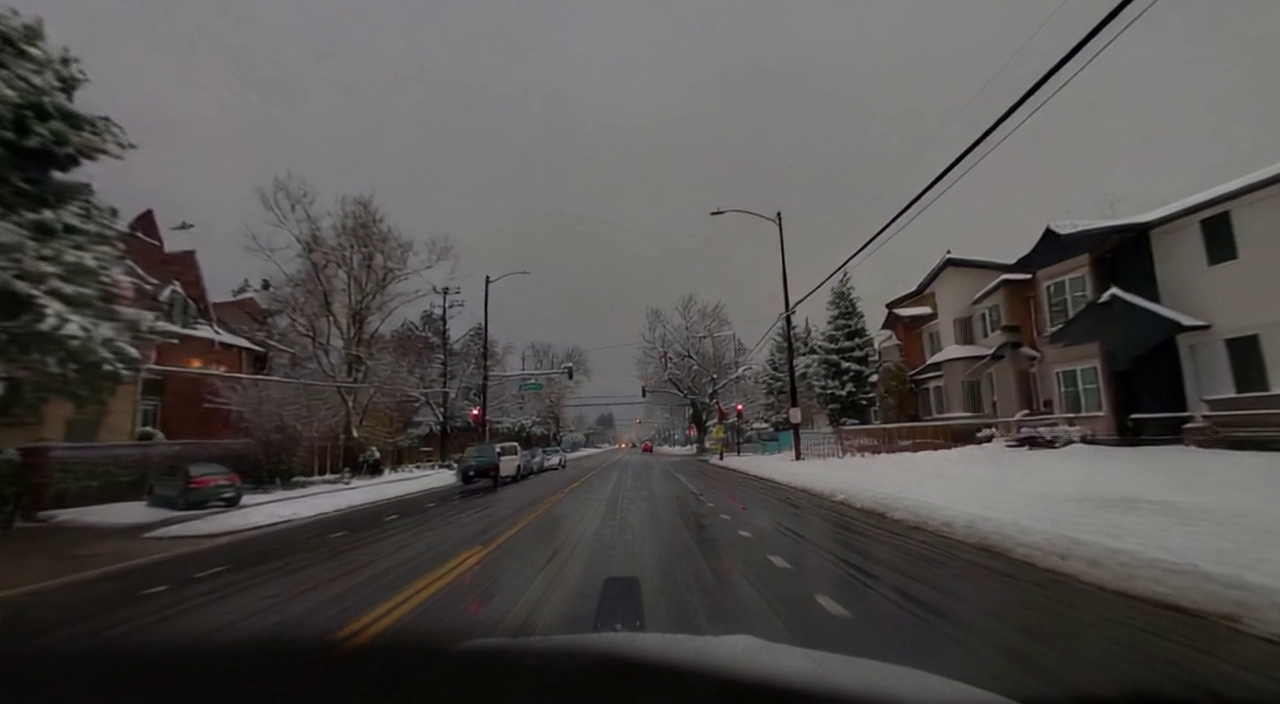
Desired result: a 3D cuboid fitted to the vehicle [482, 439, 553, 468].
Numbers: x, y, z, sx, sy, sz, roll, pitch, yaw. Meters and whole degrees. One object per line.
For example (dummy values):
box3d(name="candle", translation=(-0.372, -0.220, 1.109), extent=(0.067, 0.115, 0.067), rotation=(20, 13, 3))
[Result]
box3d(name="vehicle", translation=(-8.601, 7.112, 44.277), extent=(4.569, 1.909, 2.037), rotation=(-5, -9, 26))

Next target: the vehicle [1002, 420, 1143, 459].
box3d(name="vehicle", translation=(17.230, 3.512, 25.334), extent=(4.161, 1.442, 2.023), rotation=(-1, -9, -1))

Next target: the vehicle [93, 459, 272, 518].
box3d(name="vehicle", translation=(-12.797, 3.809, 18.127), extent=(1.934, 1.389, 4.364), rotation=(0, -9, -1))

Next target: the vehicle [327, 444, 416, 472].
box3d(name="vehicle", translation=(-20.723, 8.187, 48.918), extent=(5.829, 2.003, 2.260), rotation=(0, -9, -2))
